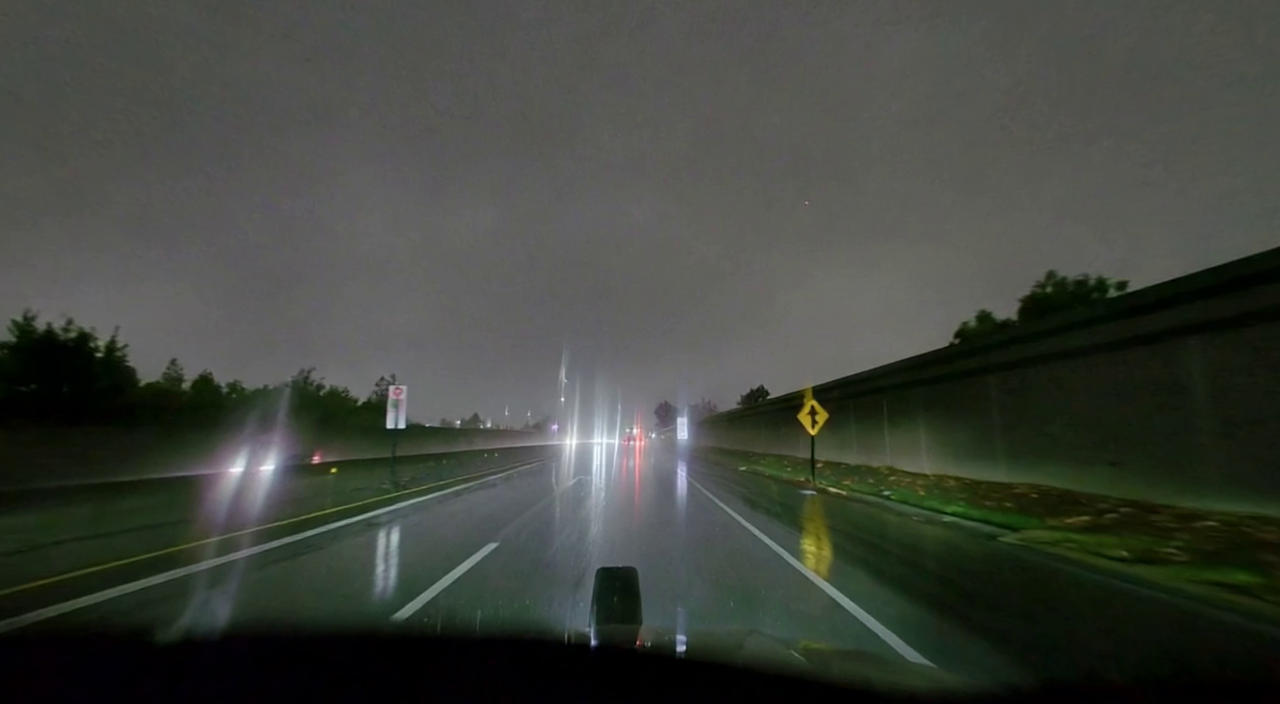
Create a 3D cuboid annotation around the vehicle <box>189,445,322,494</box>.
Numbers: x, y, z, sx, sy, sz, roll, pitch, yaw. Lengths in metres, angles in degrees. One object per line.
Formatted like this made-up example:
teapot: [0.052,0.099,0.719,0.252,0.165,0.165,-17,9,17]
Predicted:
vehicle: [-13.570,4.141,22.600,1.914,1.500,4.621,0,-8,0]
